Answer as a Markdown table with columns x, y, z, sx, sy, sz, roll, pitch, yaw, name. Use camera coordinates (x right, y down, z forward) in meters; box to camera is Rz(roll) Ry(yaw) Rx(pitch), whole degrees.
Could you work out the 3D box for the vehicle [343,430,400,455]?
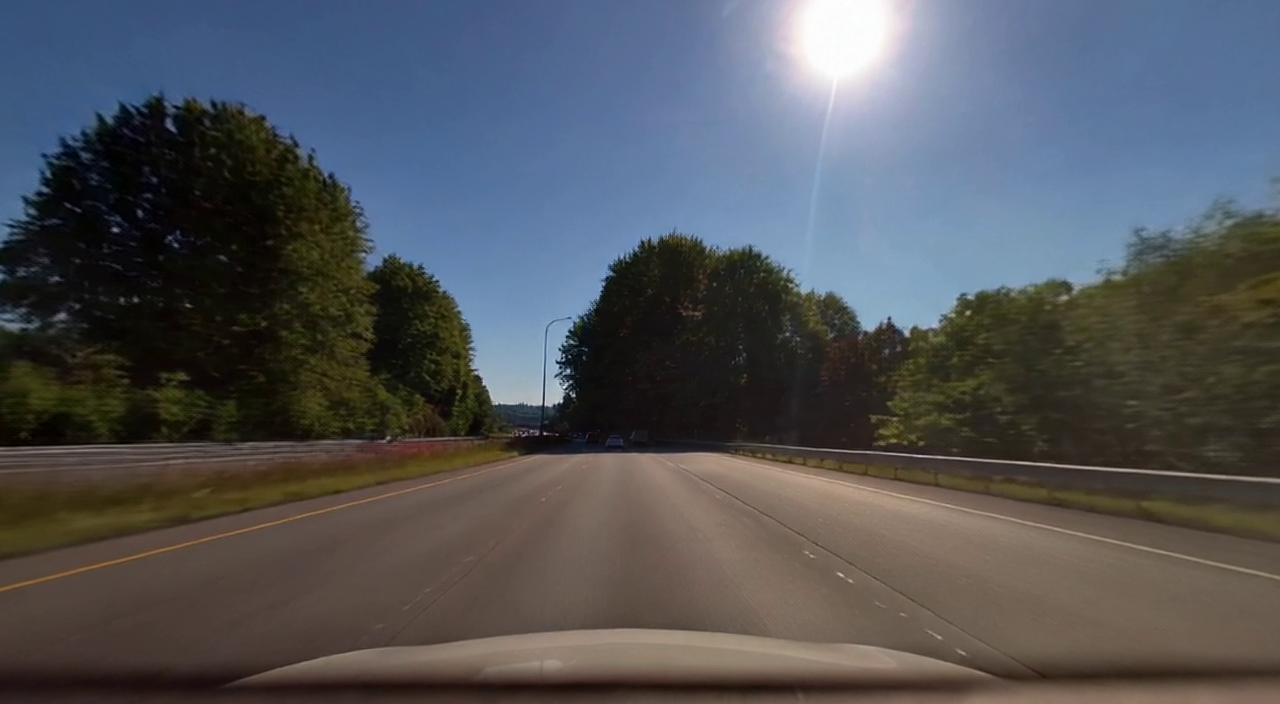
| x | y | z | sx | sy | sz | roll | pitch | yaw | name |
| --- | --- | --- | --- | --- | --- | --- | --- | --- | --- |
| -17.226 | 5.816 | 40.652 | 1.866 | 1.470 | 4.435 | 0 | -8 | -2 | vehicle |
